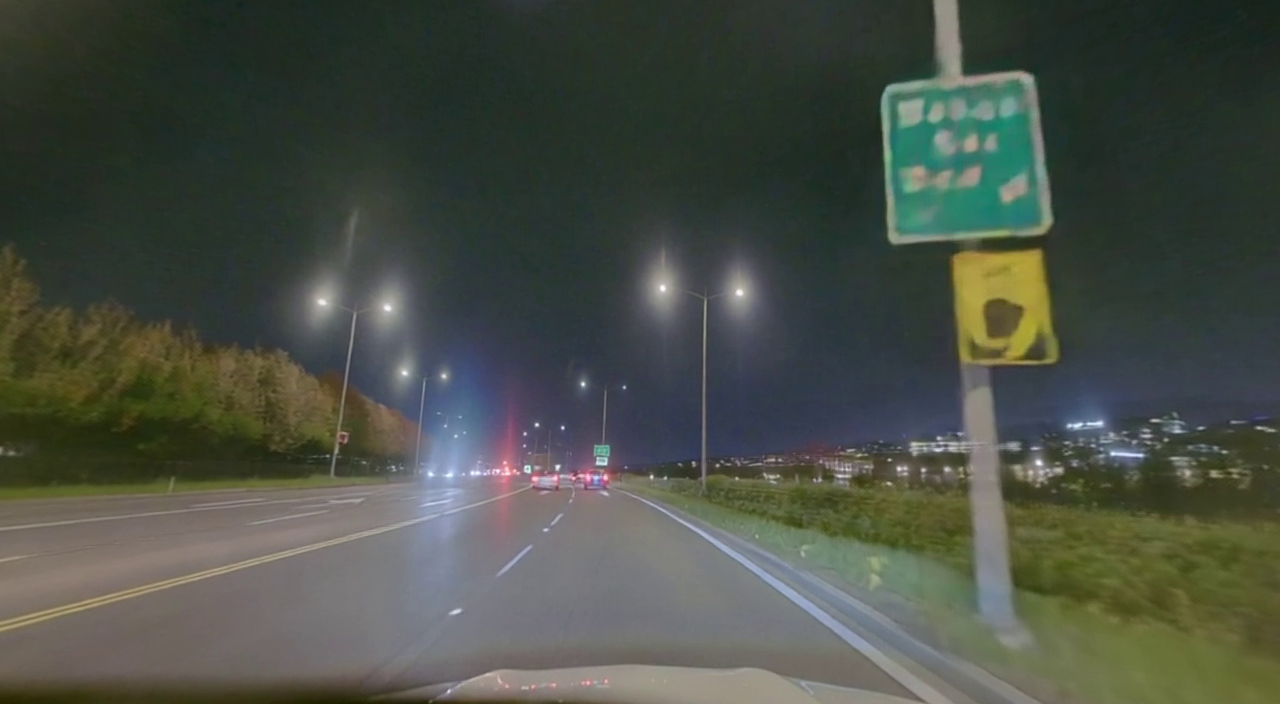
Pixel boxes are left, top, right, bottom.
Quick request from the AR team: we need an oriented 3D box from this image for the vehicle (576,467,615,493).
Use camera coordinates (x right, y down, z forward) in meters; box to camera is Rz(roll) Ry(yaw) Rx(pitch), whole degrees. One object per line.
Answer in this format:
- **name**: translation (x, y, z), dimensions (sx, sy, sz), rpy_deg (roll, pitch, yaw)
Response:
- **vehicle**: translation (-2.852, 7.978, 39.349), dimensions (2.129, 1.471, 4.258), rpy_deg (2, -11, -7)

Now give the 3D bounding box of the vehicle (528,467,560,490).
- **vehicle**: translation (-6.760, 8.929, 44.682), dimensions (2.030, 1.441, 4.806), rpy_deg (2, -11, -7)

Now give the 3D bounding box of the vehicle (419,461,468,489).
- **vehicle**: translation (-12.812, 8.069, 41.356), dimensions (2.183, 1.665, 4.498), rpy_deg (2, -11, -7)
